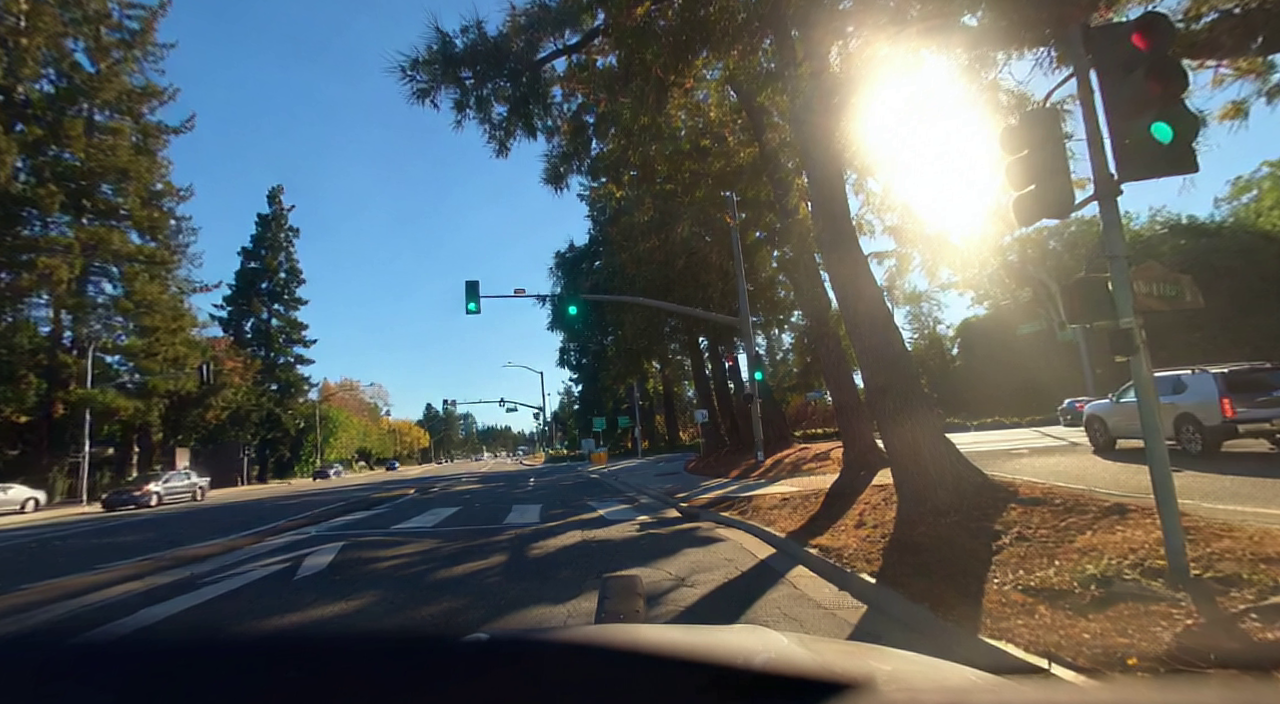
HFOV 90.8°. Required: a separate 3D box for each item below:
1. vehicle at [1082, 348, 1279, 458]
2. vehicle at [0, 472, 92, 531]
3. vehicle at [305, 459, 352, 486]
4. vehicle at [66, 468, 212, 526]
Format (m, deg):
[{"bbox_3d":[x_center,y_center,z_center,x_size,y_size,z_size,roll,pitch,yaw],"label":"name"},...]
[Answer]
[{"bbox_3d":[10.649,1.067,11.784,1.855,1.669,4.529,-3,-9,6],"label":"vehicle"},{"bbox_3d":[-22.643,5.499,23.087,2.084,1.775,4.176,-5,-7,-11],"label":"vehicle"},{"bbox_3d":[-21.681,8.394,44.107,1.986,1.492,4.332,-3,-8,-13],"label":"vehicle"},{"bbox_3d":[-17.408,4.997,22.297,2.078,1.486,4.629,-3,-8,-11],"label":"vehicle"}]
